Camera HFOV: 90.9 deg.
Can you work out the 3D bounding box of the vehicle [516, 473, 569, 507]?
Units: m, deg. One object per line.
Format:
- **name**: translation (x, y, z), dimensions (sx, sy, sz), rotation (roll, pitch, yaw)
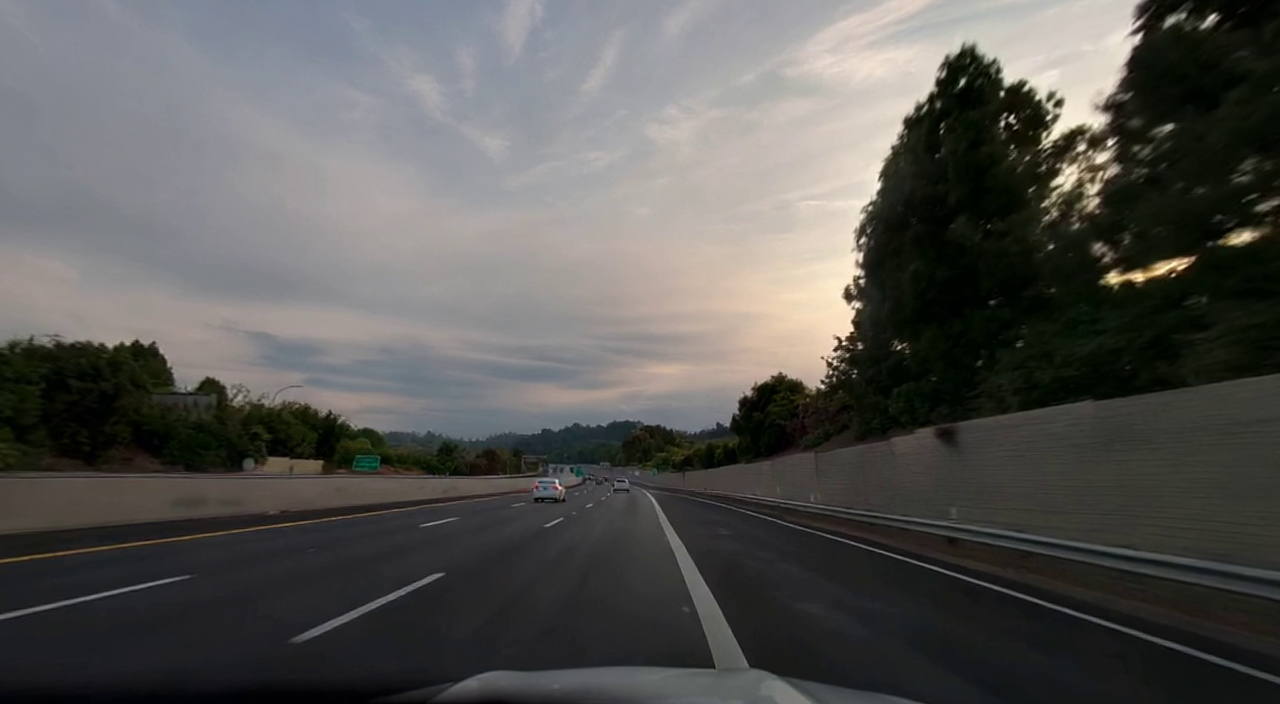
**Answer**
- **vehicle**: translation (-5.064, 7.236, 33.302), dimensions (2.039, 1.605, 4.365), rotation (0, -11, 1)
